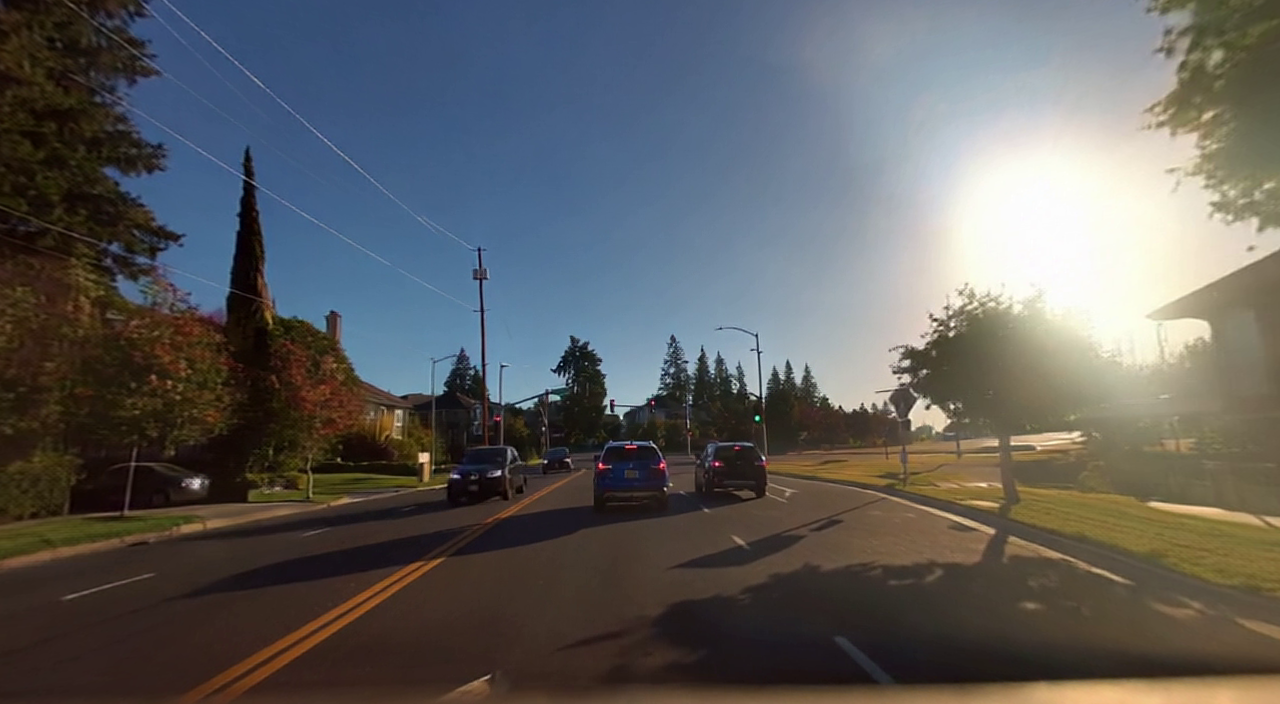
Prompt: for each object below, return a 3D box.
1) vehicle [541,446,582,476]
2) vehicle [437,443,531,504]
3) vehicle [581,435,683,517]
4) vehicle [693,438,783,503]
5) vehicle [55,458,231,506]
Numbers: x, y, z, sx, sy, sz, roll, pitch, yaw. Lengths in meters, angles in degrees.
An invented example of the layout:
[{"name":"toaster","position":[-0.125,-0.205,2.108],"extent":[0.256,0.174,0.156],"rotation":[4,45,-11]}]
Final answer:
[{"name":"vehicle","position":[-5.314,7.427,43.334],"extent":[2.197,1.882,4.973],"rotation":[0,-8,0]},{"name":"vehicle","position":[-4.817,3.782,20.080],"extent":[2.063,1.727,3.923],"rotation":[0,-8,-1]},{"name":"vehicle","position":[-0.196,2.941,15.458],"extent":[2.151,1.695,4.100],"rotation":[0,-8,-1]},{"name":"vehicle","position":[2.832,3.547,19.320],"extent":[1.967,1.756,4.281],"rotation":[0,-8,-1]},{"name":"vehicle","position":[-16.493,4.308,21.084],"extent":[4.245,1.446,1.827],"rotation":[0,-8,-2]}]
